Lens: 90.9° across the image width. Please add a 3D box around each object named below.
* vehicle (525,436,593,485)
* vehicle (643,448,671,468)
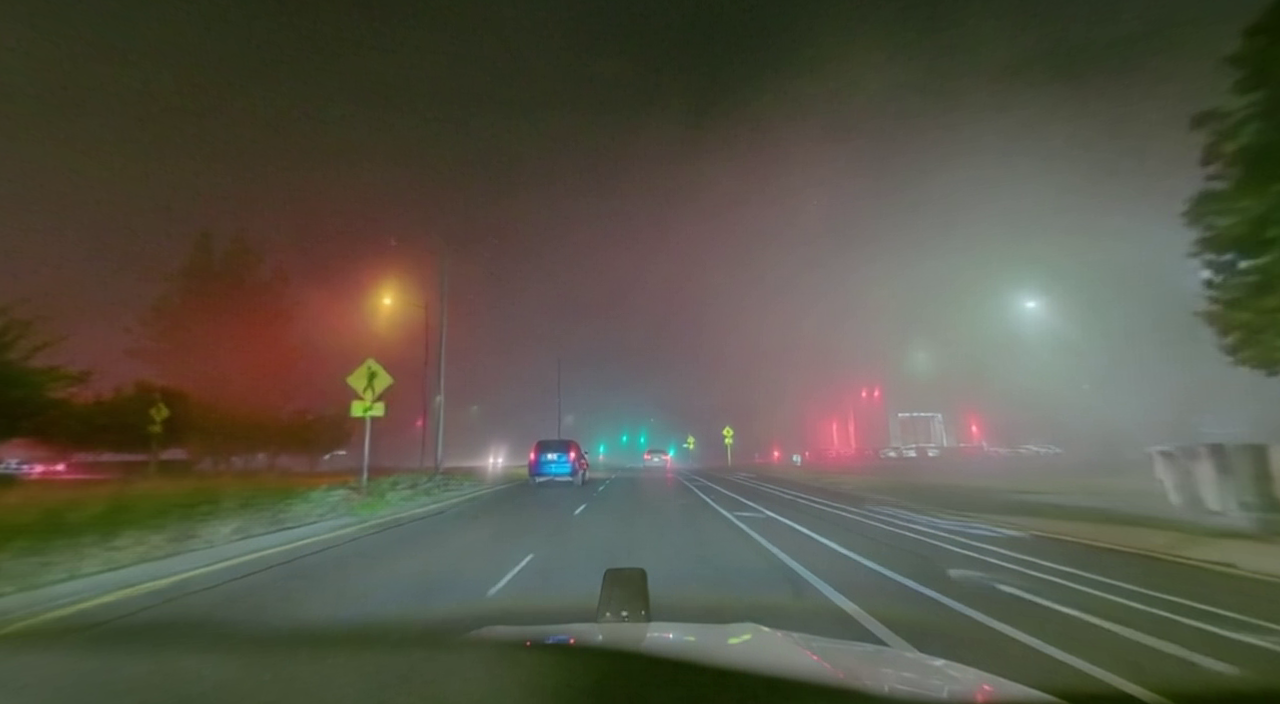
[{"bbox_3d":[-3.237,4.437,26.038,2.150,1.812,4.423,0,-9,1],"label":"vehicle"},{"bbox_3d":[1.268,8.201,48.986,2.075,1.480,3.920,0,-9,0],"label":"vehicle"}]
